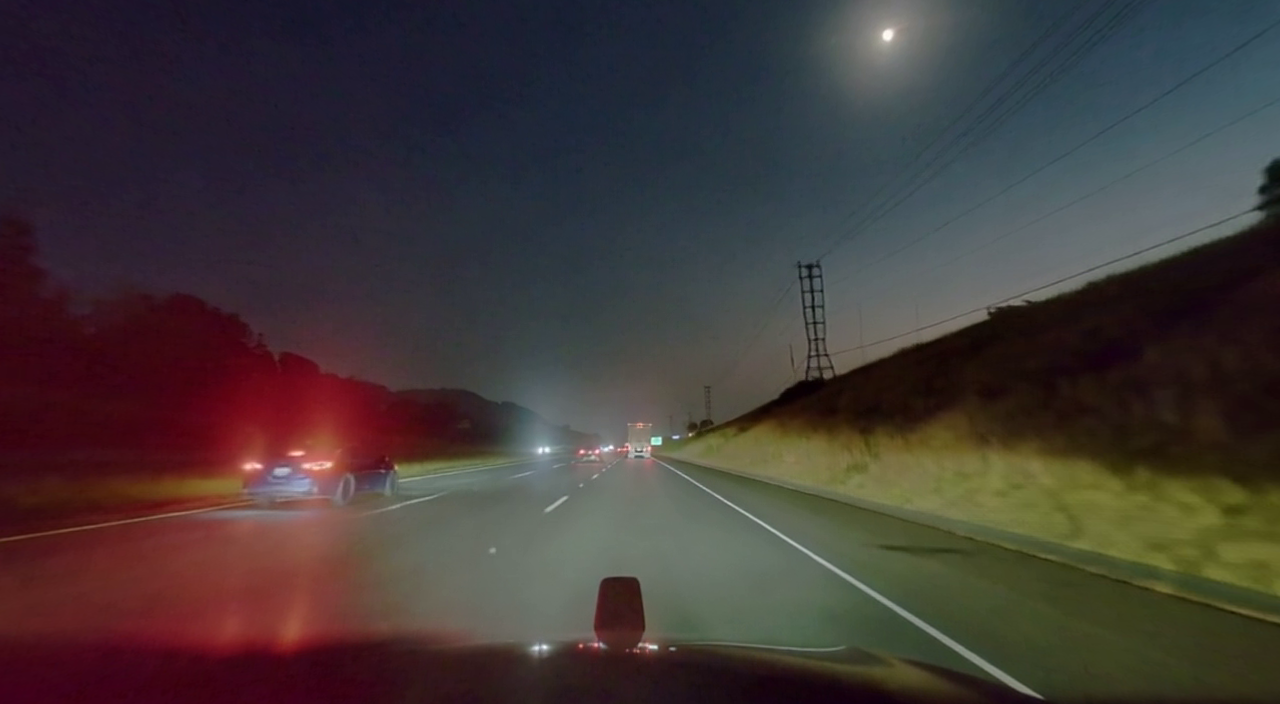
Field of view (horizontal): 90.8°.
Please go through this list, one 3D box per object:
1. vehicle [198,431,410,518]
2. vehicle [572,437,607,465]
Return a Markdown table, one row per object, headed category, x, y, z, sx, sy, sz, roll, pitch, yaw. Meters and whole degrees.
| category | x | y | z | sx | sy | sz | roll | pitch | yaw |
| --- | --- | --- | --- | --- | --- | --- | --- | --- | --- |
| vehicle | -6.951 | 2.585 | 13.801 | 2.066 | 1.558 | 4.607 | 0 | -9 | 0 |
| vehicle | -3.685 | 7.355 | 46.985 | 2.207 | 1.949 | 4.911 | 0 | -9 | 0 |
